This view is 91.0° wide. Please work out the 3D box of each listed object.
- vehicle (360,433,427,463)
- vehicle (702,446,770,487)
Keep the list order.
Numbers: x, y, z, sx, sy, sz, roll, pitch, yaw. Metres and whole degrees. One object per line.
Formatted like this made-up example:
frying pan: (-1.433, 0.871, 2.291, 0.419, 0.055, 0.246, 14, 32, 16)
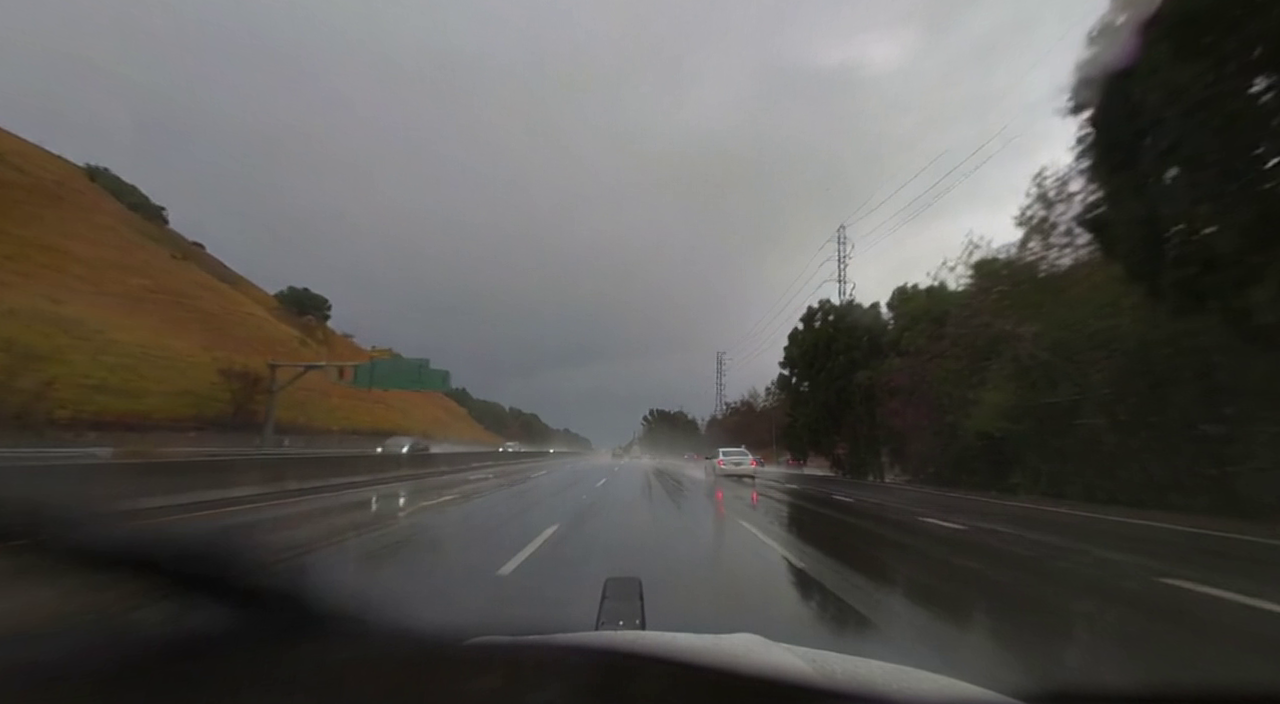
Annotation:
vehicle: (-14.433, 5.662, 37.187, 1.886, 1.632, 4.799, 0, -9, 1)
vehicle: (3.864, 4.677, 26.114, 2.086, 1.542, 4.355, 0, -8, 0)
